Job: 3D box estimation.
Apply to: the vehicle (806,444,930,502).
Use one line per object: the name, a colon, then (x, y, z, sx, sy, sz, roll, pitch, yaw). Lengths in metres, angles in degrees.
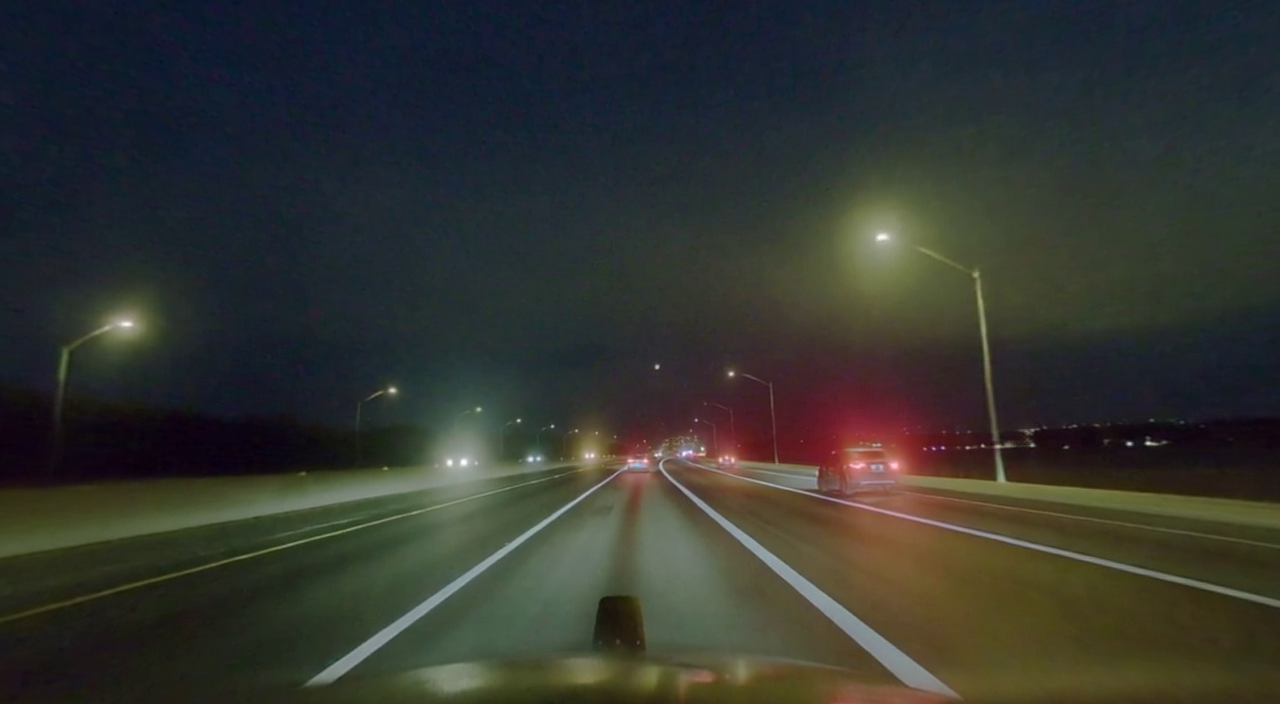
vehicle: (6.823, 3.648, 19.378, 2.008, 1.533, 4.592, -1, -9, -1)

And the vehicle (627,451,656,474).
vehicle: (0.131, 8.122, 46.299, 2.025, 1.526, 4.181, -1, -9, 1)
